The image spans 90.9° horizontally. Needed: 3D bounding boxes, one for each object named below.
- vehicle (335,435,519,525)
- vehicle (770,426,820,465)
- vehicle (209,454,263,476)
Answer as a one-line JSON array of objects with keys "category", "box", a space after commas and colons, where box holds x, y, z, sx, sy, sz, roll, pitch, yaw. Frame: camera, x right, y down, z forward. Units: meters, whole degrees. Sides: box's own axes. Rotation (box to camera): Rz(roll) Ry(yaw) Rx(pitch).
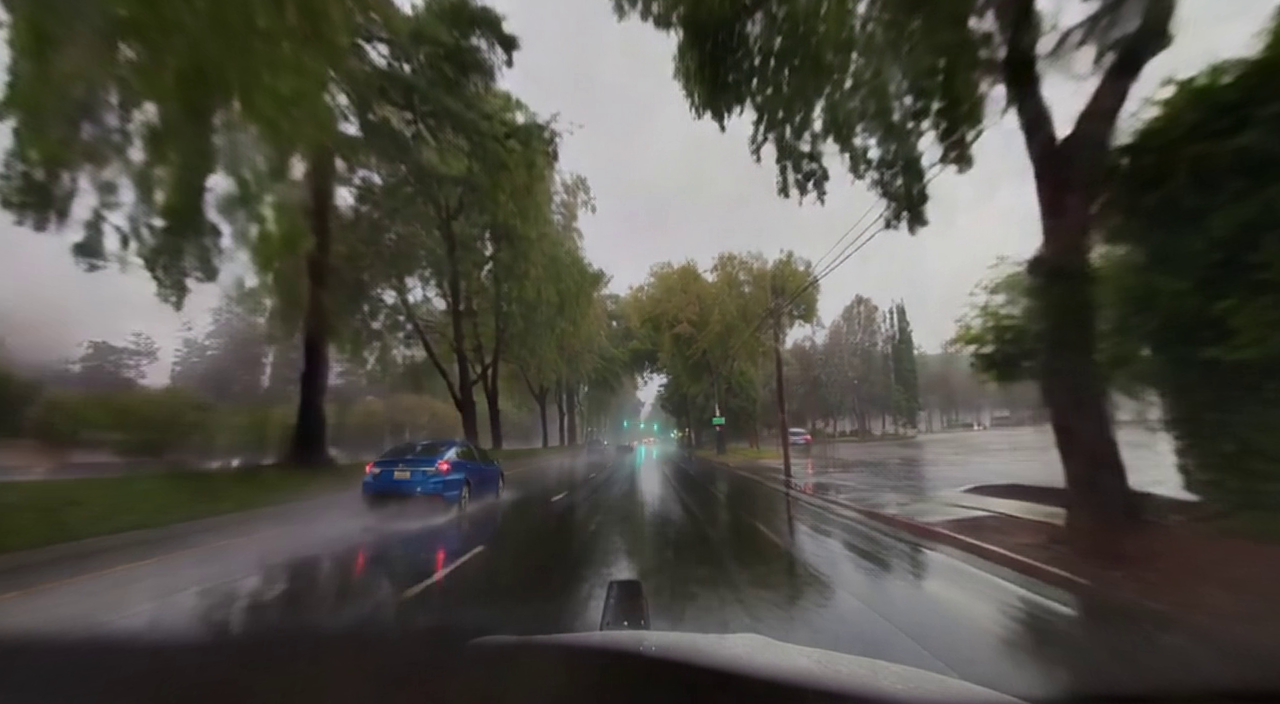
[{"category": "vehicle", "box": [-3.939, 2.433, 12.663, 2.033, 1.454, 4.512, -1, -8, 1]}, {"category": "vehicle", "box": [7.318, 4.439, 29.947, 1.594, 1.688, 2.861, -1, -8, 0]}, {"category": "vehicle", "box": [-31.824, 8.876, 49.793, 1.811, 1.550, 3.710, -1, -8, 0]}]
